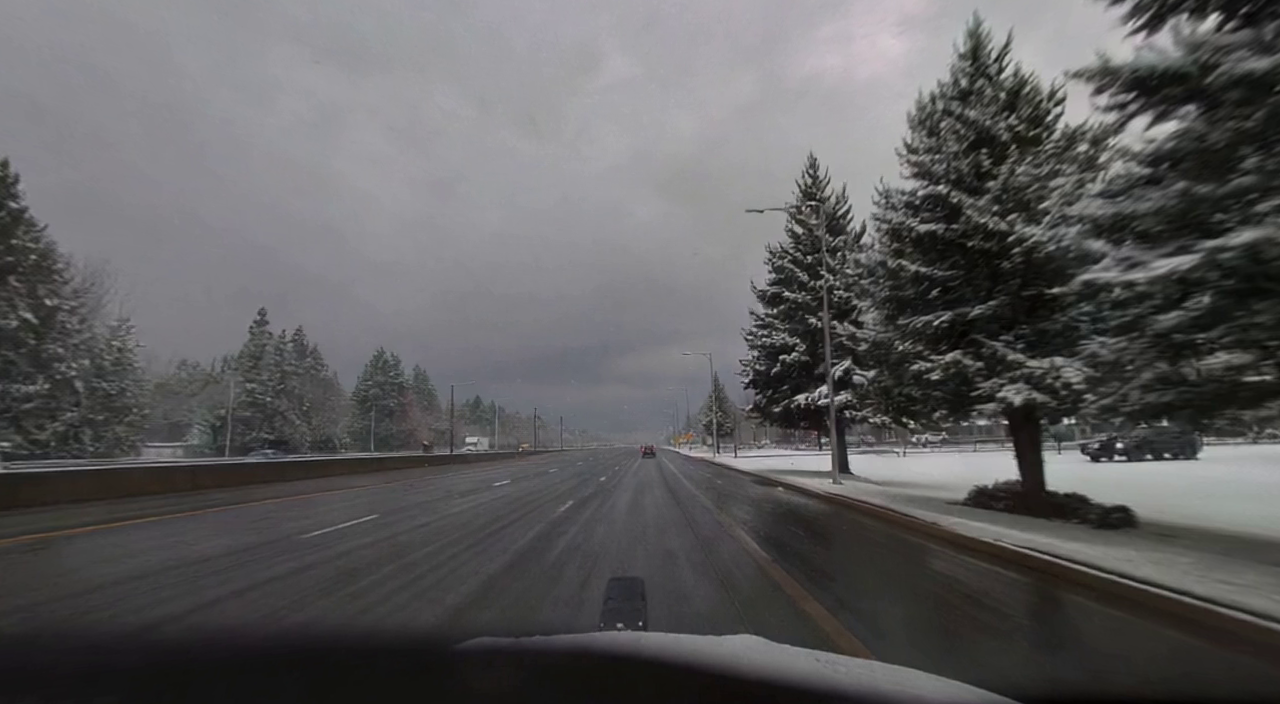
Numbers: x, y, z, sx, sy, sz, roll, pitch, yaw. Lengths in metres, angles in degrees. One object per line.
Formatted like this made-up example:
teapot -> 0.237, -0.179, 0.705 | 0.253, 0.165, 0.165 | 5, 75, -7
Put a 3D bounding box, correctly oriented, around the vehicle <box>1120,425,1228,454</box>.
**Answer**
vehicle -> 34.374, 5.662, 40.697 | 4.863, 1.801, 2.160 | -1, -8, 3
